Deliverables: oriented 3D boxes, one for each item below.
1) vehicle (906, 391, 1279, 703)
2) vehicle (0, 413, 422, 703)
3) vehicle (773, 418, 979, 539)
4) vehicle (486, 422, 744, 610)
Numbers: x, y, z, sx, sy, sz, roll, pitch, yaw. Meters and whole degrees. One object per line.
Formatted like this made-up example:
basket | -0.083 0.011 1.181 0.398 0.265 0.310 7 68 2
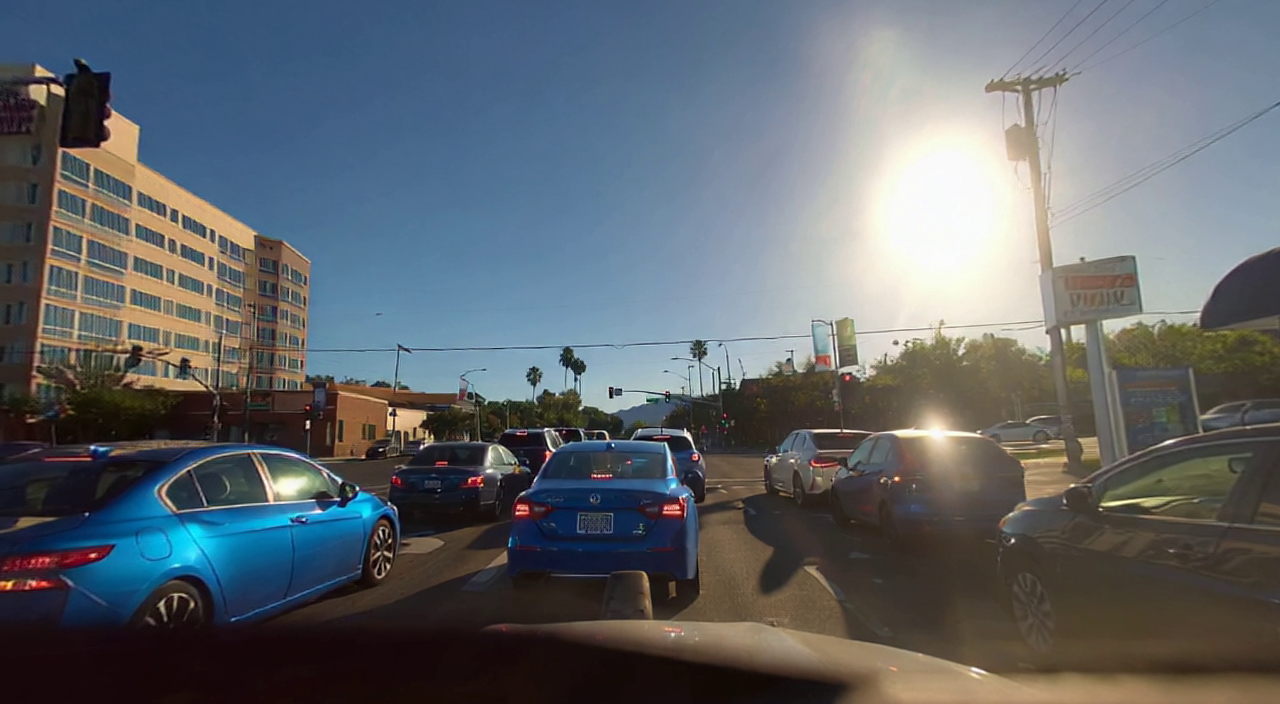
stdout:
vehicle | 3.407 1.067 3.495 1.981 1.499 4.536 0 -8 2
vehicle | -3.415 1.299 4.716 1.980 1.454 4.226 0 -8 1
vehicle | 3.771 2.094 11.021 2.007 1.683 4.171 0 -8 1
vehicle | -0.188 1.613 7.107 2.059 1.477 3.988 0 -8 0
